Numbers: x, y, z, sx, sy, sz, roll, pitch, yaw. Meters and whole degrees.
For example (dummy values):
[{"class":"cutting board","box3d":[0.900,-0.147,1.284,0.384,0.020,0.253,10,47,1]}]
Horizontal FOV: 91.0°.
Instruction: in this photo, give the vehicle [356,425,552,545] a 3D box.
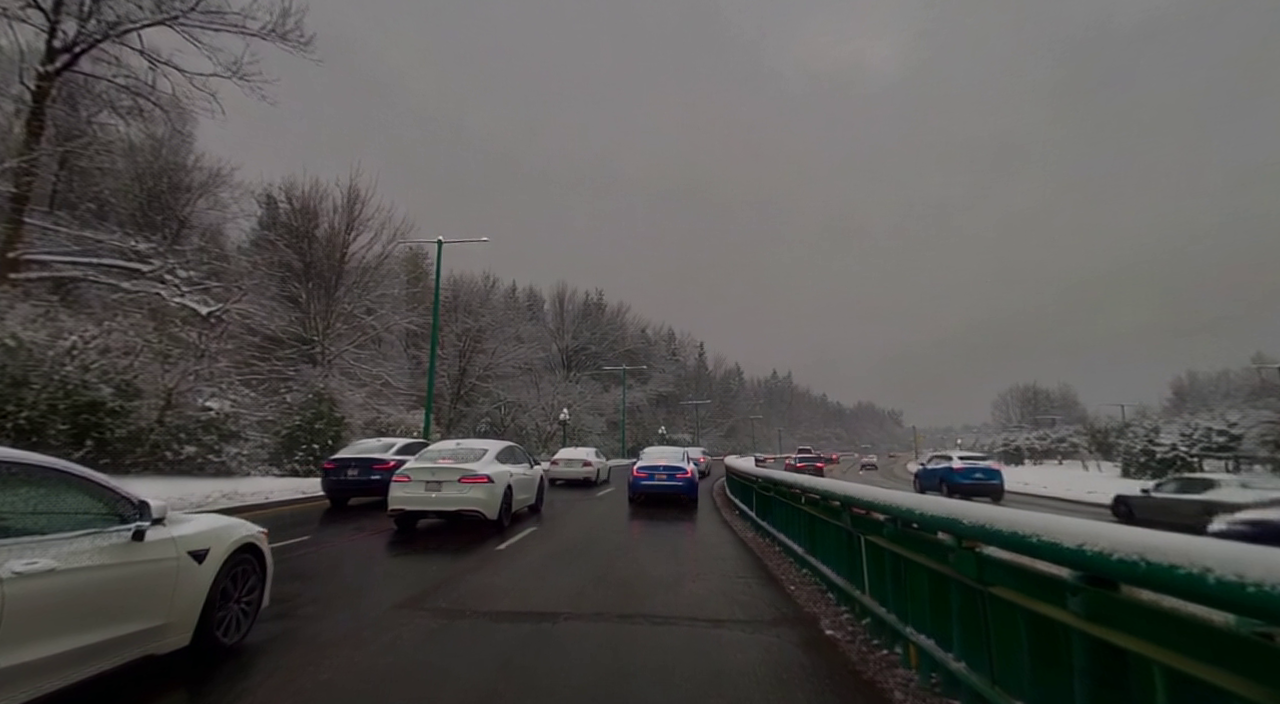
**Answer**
[{"class":"vehicle","box3d":[-2.958,2.232,11.236,1.979,1.663,4.513,0,-9,2]}]

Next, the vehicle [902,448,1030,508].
[{"class":"vehicle","box3d":[10.948,4.226,21.652,2.121,1.777,4.755,0,-9,4]}]

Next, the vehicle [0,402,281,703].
[{"class":"vehicle","box3d":[-3.491,0.898,2.156,1.921,1.503,4.317,0,-9,1]}]

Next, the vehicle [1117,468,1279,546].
[{"class":"vehicle","box3d":[14.369,3.704,15.565,1.816,1.481,4.422,0,-9,2]}]

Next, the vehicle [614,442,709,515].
[{"class":"vehicle","box3d":[0.559,3.009,15.530,2.015,1.506,4.276,0,-9,3]}]

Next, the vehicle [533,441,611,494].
[{"class":"vehicle","box3d":[-2.259,3.975,22.109,1.930,1.635,4.260,0,-9,4]}]
